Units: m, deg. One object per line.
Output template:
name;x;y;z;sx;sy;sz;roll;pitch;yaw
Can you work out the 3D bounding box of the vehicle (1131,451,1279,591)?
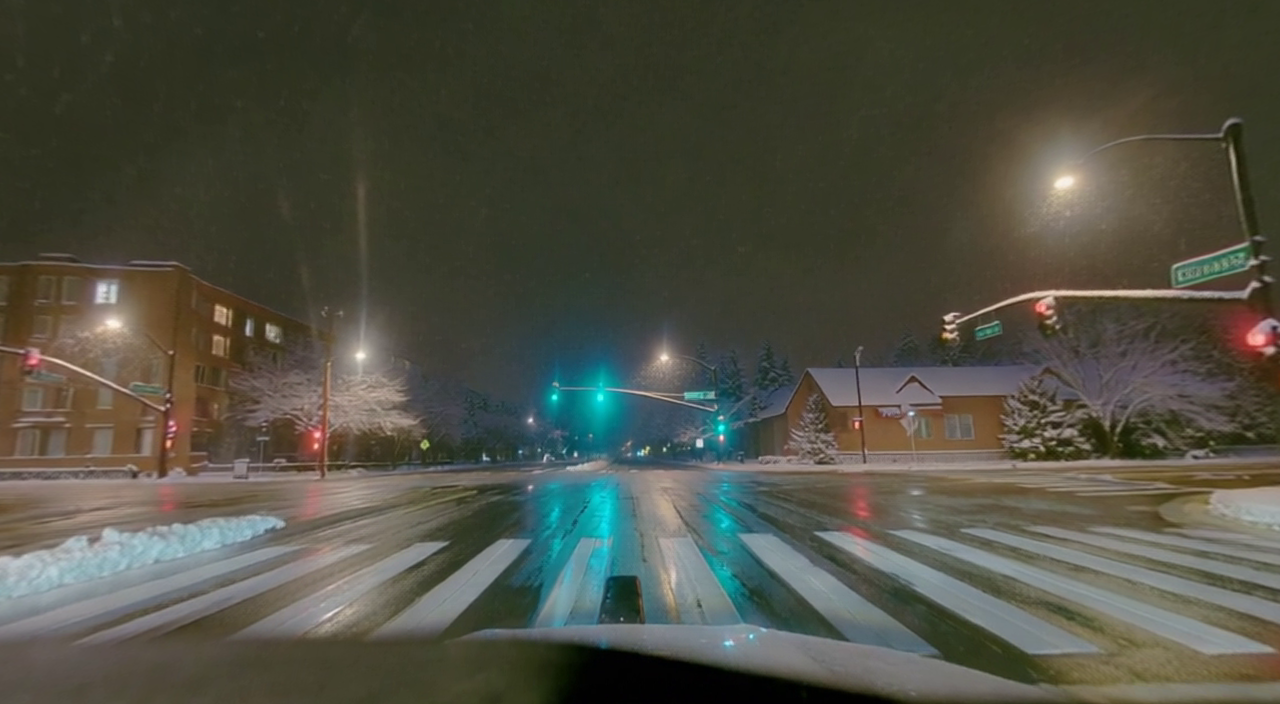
vehicle;7.606;1.744;6.410;1.935;1.421;4.716;-1;-9;8
